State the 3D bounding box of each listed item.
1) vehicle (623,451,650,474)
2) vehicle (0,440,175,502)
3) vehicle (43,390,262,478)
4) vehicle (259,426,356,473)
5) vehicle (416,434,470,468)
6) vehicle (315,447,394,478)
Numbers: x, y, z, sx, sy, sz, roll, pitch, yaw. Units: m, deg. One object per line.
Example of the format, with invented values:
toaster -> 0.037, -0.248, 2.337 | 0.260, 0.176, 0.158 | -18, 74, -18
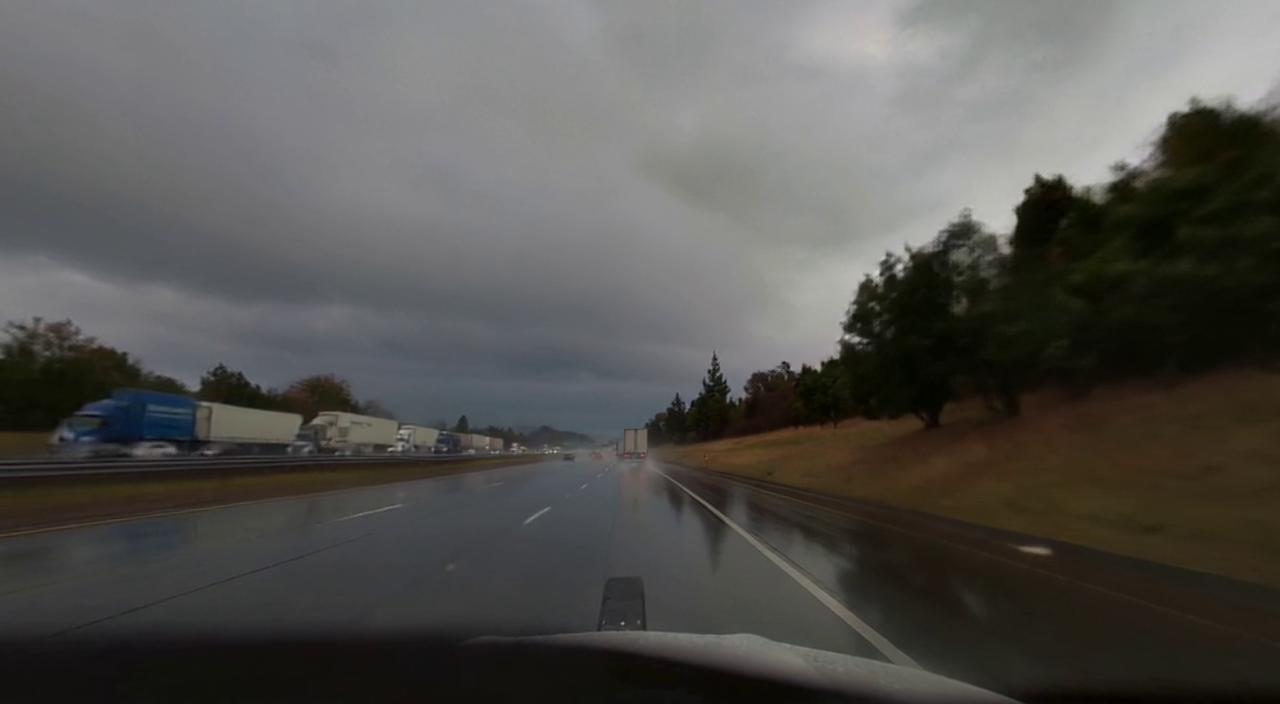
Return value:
vehicle -> -0.276, 8.645, 49.431 | 2.009, 1.657, 3.962 | 0, -9, -1
vehicle -> -14.767, 3.080, 16.661 | 1.837, 1.427, 4.020 | 0, -9, 0
vehicle -> -23.870, 4.294, 32.055 | 2.893, 3.701, 10.393 | 0, -9, -1
vehicle -> -19.392, 5.764, 37.236 | 2.379, 2.537, 6.065 | 0, -9, 0
vehicle -> -15.131, 7.672, 48.854 | 2.382, 2.437, 5.706 | 0, -9, -1
vehicle -> -14.705, 5.711, 32.769 | 1.935, 1.486, 4.694 | 0, -9, 0
